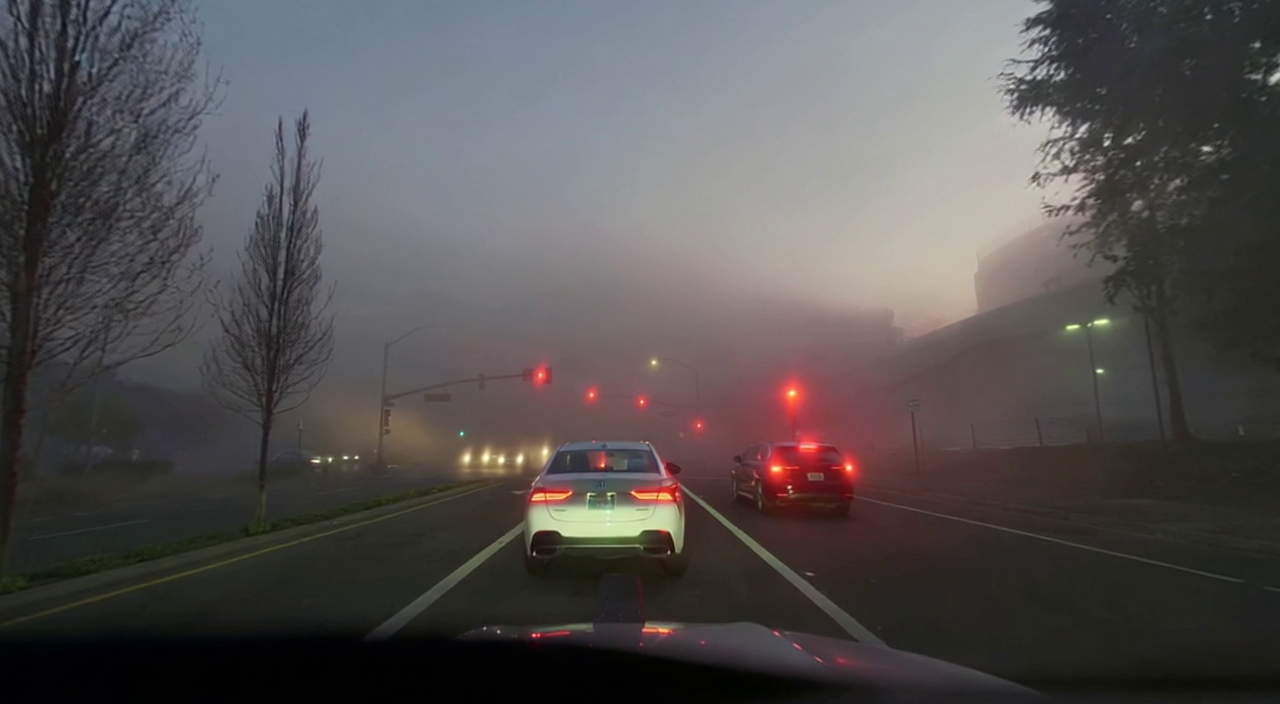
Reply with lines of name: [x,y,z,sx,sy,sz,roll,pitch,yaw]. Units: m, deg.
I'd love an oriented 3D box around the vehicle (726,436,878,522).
vehicle: [3.135,2.539,13.242,1.910,1.474,4.263,0,-9,-2]

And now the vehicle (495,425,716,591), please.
vehicle: [-0.348,1.695,7.610,2.006,1.487,3.535,0,-9,-1]
